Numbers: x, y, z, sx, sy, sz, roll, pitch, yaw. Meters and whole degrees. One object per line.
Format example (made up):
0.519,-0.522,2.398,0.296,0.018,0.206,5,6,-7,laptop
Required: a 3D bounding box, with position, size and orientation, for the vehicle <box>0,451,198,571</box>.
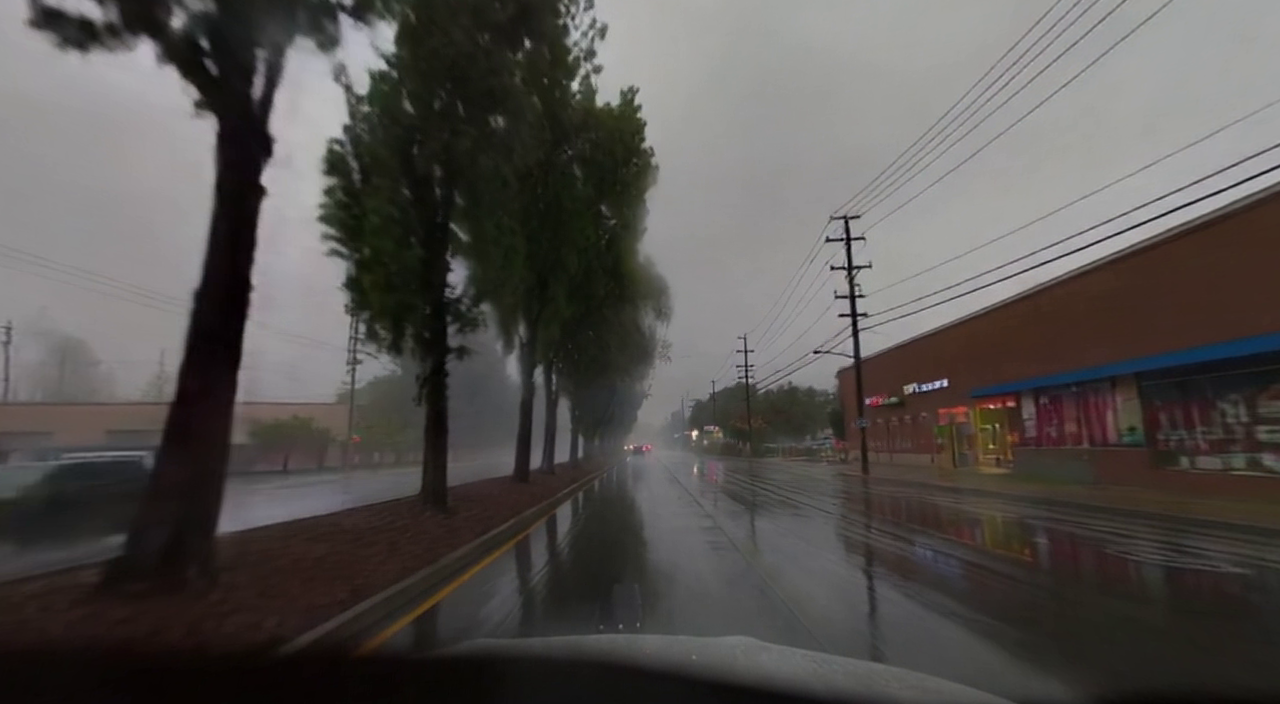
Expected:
-9.183,2.250,9.325,1.900,1.488,4.675,0,-8,0,vehicle
